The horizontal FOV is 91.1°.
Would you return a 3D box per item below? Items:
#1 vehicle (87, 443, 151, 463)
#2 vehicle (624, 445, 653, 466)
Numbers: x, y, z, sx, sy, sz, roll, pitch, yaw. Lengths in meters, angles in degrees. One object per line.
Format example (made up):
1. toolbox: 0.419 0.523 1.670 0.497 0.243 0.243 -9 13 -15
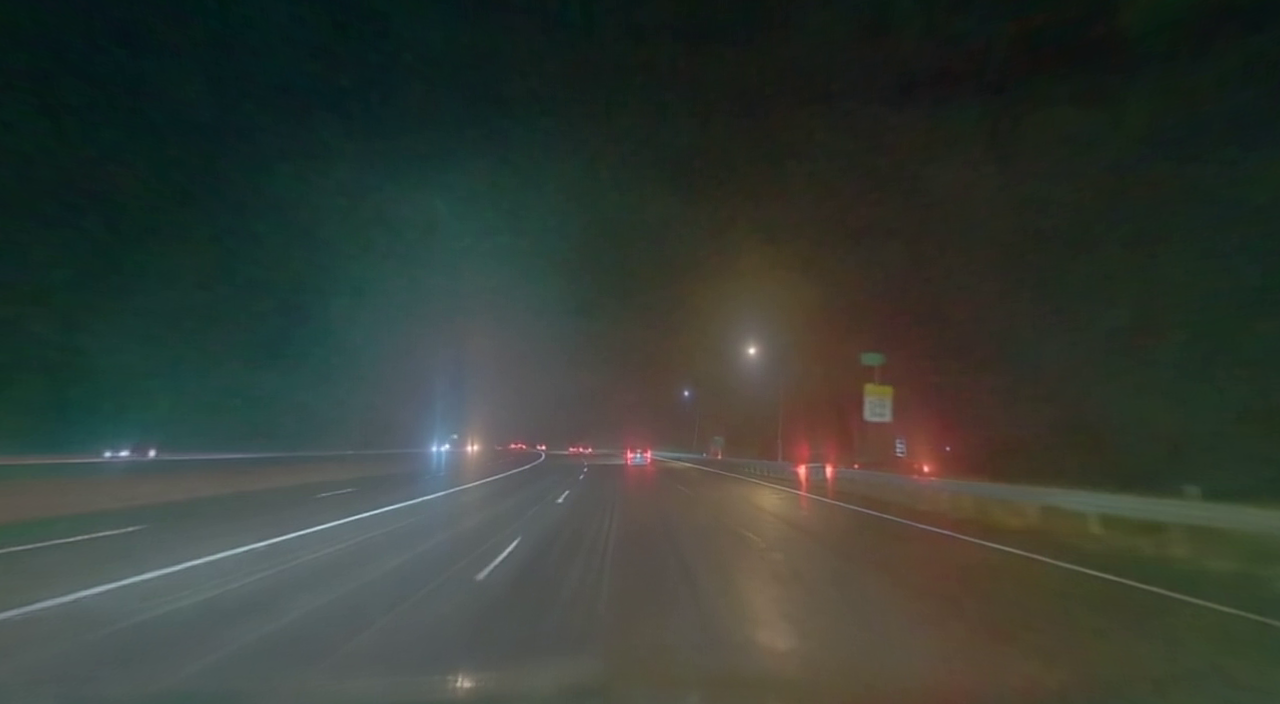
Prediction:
1. vehicle: -40.776 7.902 49.343 1.762 1.433 4.077 0 -9 -5
2. vehicle: -0.101 7.850 47.708 2.140 1.455 4.135 0 -9 0
